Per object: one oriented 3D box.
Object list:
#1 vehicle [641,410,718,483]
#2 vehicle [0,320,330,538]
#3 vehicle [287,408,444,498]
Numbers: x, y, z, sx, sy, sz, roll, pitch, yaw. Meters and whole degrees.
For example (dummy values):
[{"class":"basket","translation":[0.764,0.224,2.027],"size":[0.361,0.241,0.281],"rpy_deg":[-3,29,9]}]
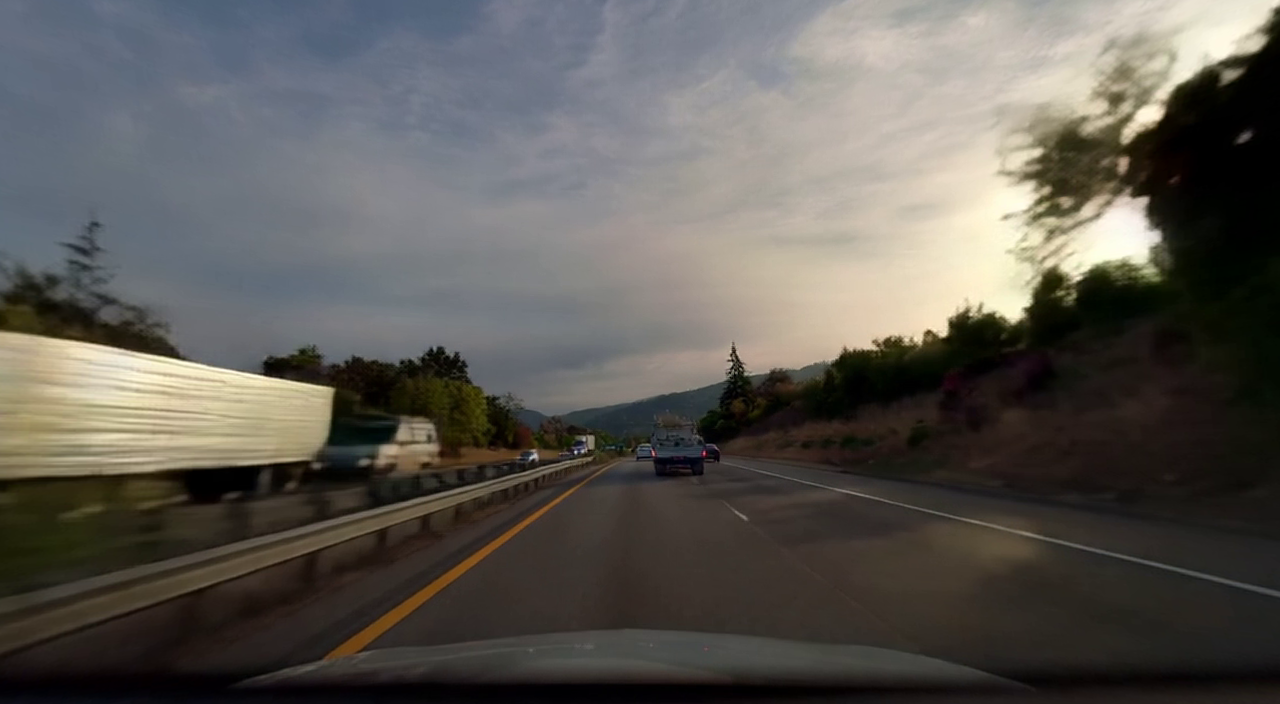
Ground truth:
[{"class":"vehicle","translation":[1.369,3.652,24.377],"size":[2.423,2.517,5.055],"rpy_deg":[0,-9,-3]},{"class":"vehicle","translation":[-13.504,2.289,17.365],"size":[2.871,4.062,13.910],"rpy_deg":[0,-9,0]},{"class":"vehicle","translation":[-9.144,3.481,22.010],"size":[2.357,2.623,6.876],"rpy_deg":[0,-9,0]}]
